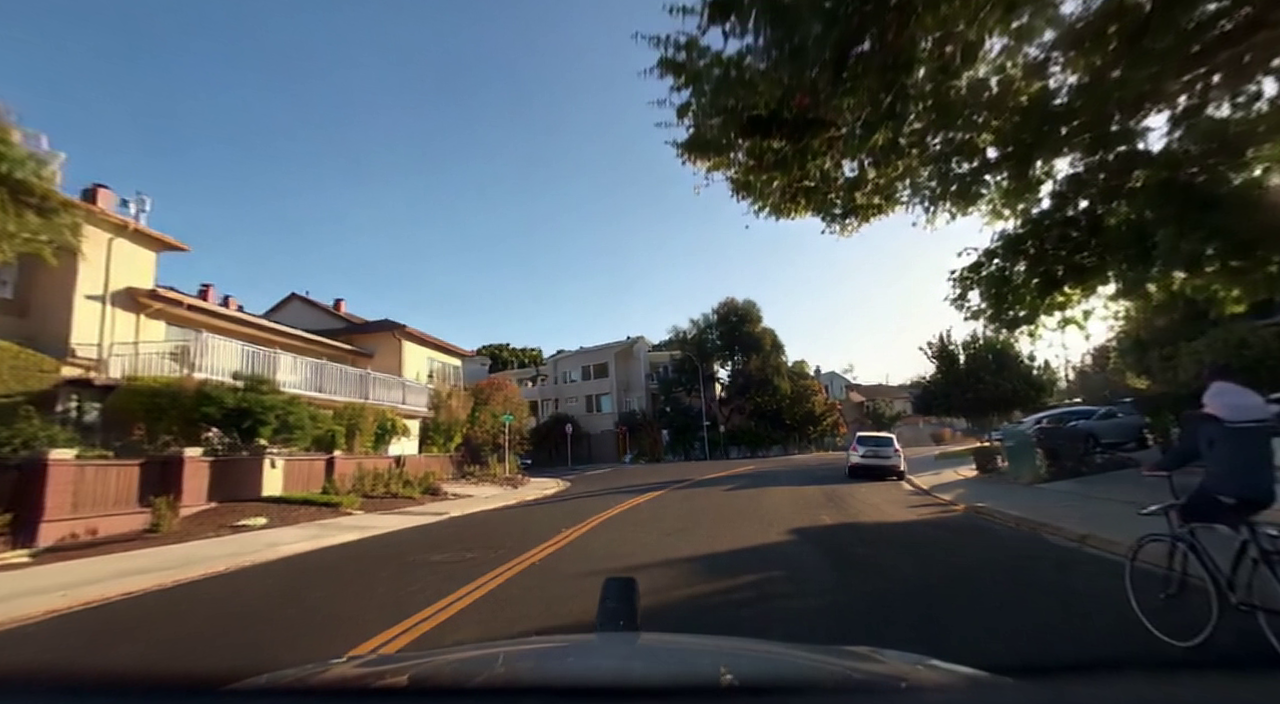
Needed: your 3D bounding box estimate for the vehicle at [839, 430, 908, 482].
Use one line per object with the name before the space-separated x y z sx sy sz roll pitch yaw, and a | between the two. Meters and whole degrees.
vehicle | 8.513 3.802 23.354 2.105 1.705 4.392 -2 -9 17
